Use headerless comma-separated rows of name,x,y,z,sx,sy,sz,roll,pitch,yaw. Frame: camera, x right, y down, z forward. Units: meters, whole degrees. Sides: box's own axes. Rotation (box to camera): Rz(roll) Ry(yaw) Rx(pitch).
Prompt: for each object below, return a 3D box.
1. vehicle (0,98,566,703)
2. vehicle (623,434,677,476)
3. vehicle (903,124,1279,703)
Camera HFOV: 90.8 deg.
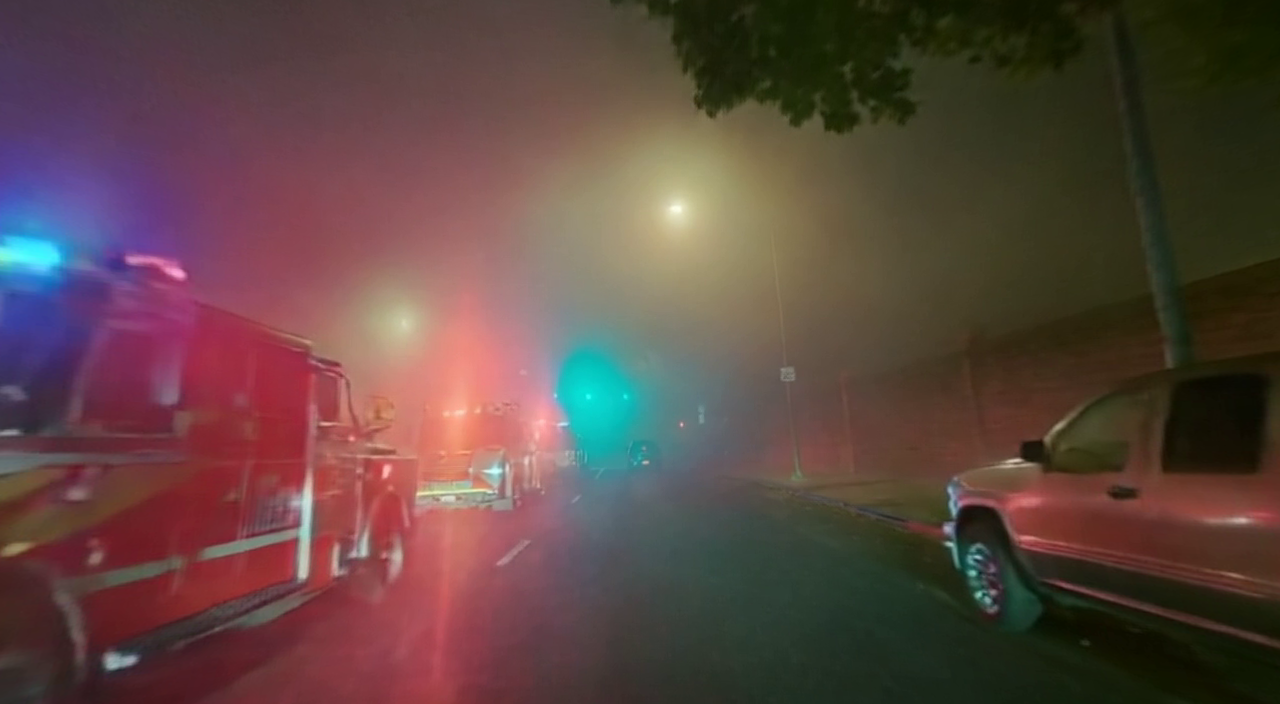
vehicle,-3.223,0.967,7.580,3.644,3.138,9.346,0,-9,-1
vehicle,0.380,4.968,30.615,2.332,1.831,4.930,0,-9,-3
vehicle,4.083,0.470,2.936,3.411,2.429,5.271,0,-9,0
